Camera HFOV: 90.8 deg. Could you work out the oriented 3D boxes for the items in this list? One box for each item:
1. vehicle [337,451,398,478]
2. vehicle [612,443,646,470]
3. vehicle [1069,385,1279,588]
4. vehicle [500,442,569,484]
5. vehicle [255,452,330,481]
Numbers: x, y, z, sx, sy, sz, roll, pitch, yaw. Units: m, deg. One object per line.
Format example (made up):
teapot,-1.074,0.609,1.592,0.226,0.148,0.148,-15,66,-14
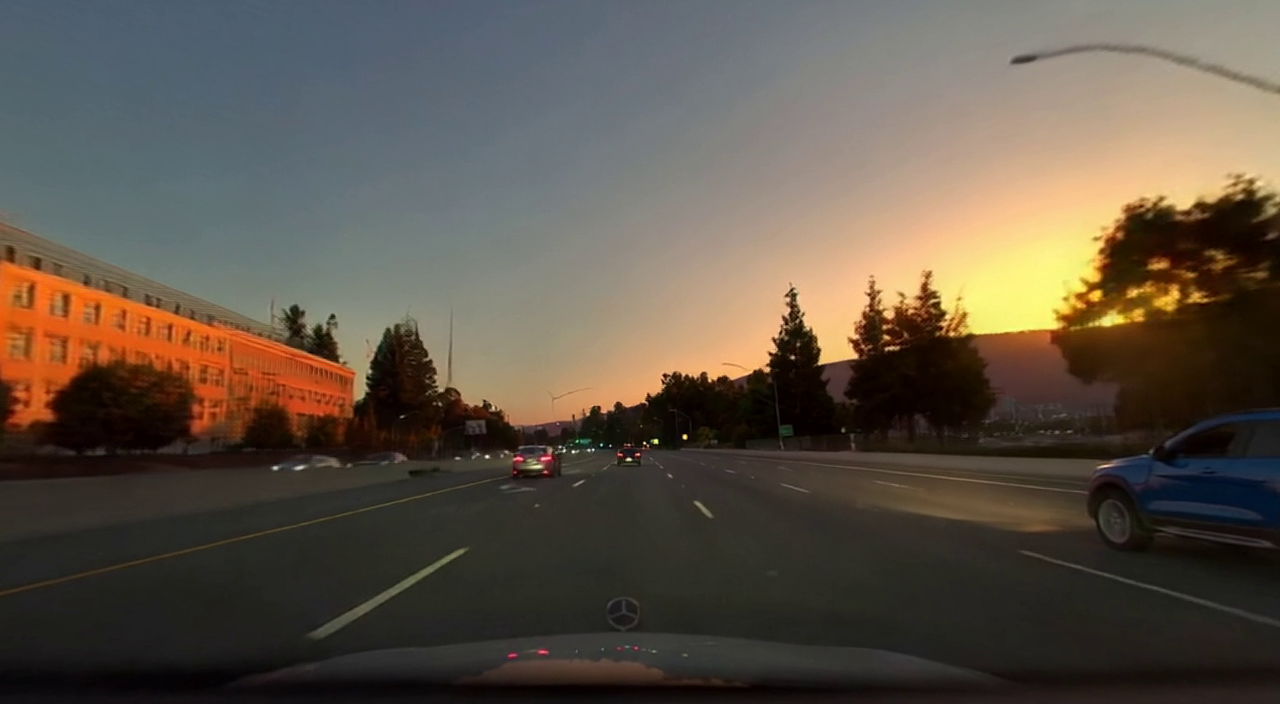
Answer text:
vehicle,-17.579,7.267,41.049,1.967,1.575,4.370,0,-9,1
vehicle,-0.675,6.330,38.486,1.997,1.485,4.094,0,-8,-1
vehicle,6.748,1.247,5.949,2.028,1.801,4.741,0,-9,0
vehicle,-3.995,4.275,24.740,1.886,1.465,4.625,0,-8,0
vehicle,-20.937,6.868,38.290,1.938,1.570,4.508,0,-9,0
